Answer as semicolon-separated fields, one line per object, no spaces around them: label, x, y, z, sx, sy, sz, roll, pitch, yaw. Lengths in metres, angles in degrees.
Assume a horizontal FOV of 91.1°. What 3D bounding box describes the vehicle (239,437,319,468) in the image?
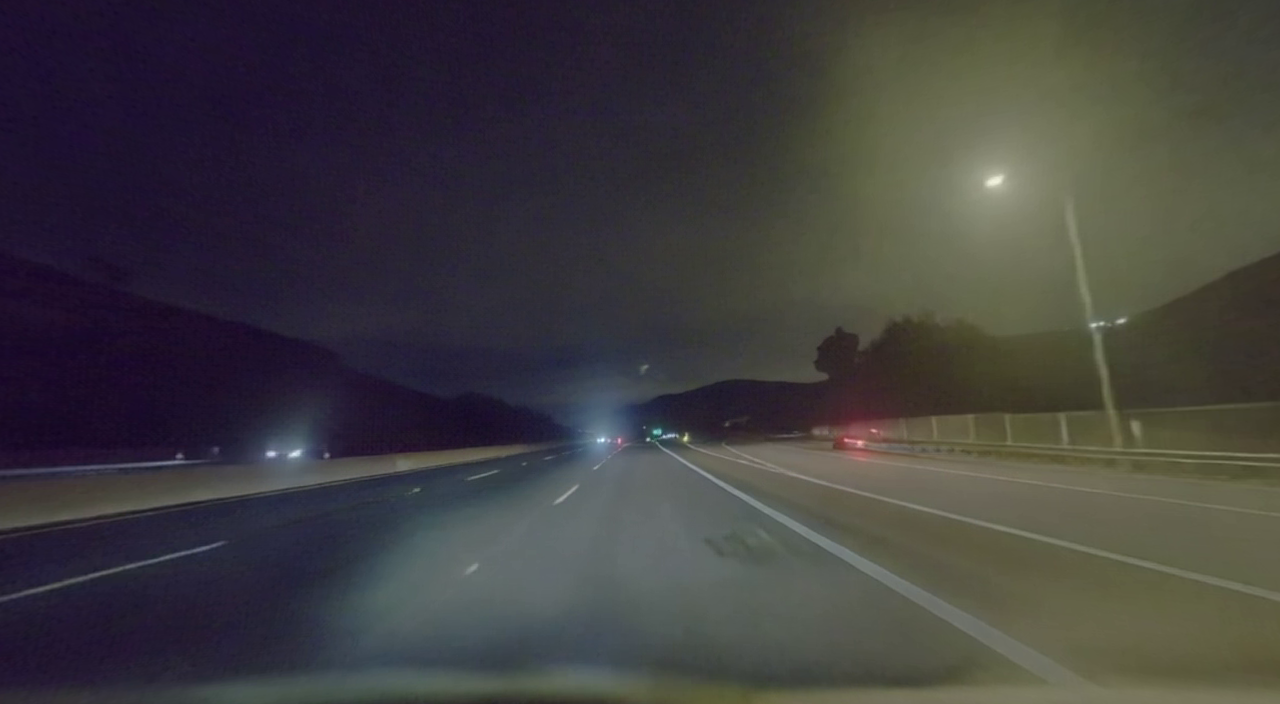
vehicle;-19.524;5.433;34.231;1.841;1.539;4.319;0;-8;0
